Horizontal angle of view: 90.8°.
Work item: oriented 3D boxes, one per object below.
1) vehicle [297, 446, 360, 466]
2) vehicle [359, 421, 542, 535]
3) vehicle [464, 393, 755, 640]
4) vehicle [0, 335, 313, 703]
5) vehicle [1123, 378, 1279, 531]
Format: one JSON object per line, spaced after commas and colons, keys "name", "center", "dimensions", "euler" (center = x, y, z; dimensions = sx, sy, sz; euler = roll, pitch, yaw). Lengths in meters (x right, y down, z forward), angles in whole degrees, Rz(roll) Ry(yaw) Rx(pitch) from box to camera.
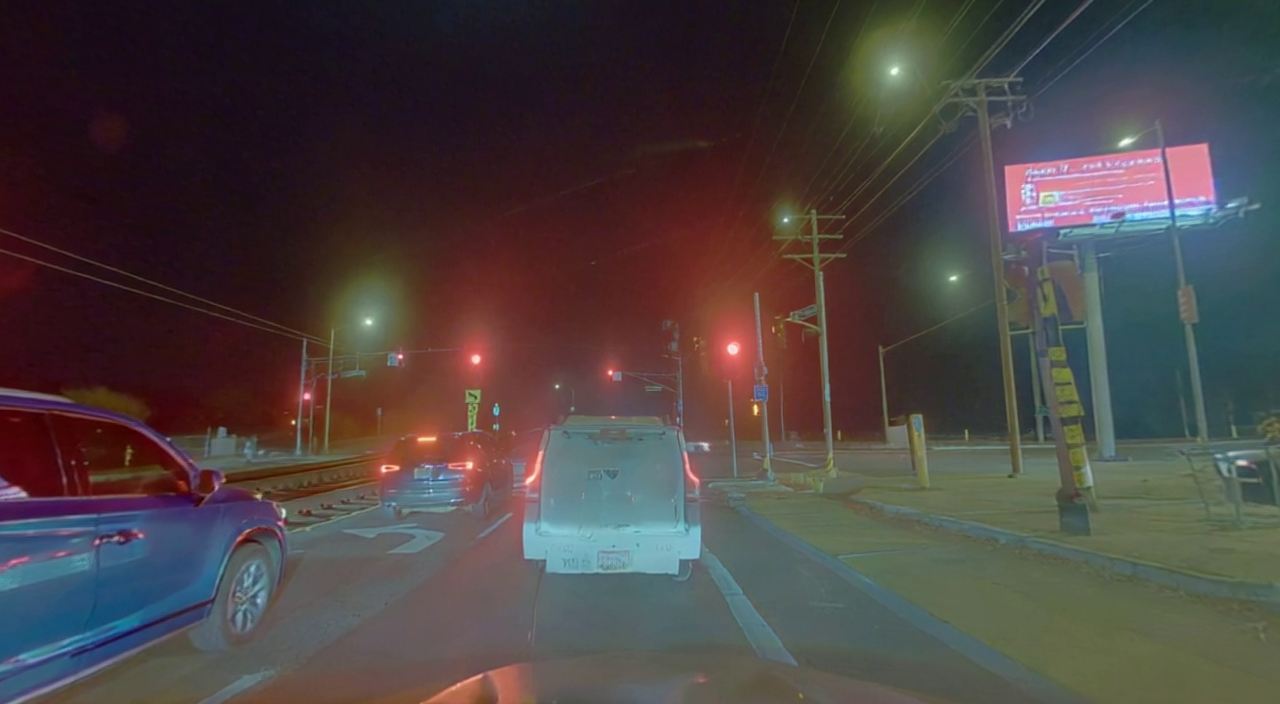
{"name": "vehicle", "center": [-24.198, 8.063, 49.079], "dimensions": [4.357, 1.444, 1.842], "euler": [-3, -9, 19]}
{"name": "vehicle", "center": [-3.144, 2.189, 11.548], "dimensions": [1.988, 1.678, 4.317], "euler": [0, -9, 0]}
{"name": "vehicle", "center": [-0.219, 1.427, 6.333], "dimensions": [2.025, 1.723, 3.644], "euler": [0, -9, 0]}
{"name": "vehicle", "center": [-3.929, 0.859, 2.977], "dimensions": [2.052, 1.814, 5.184], "euler": [0, -9, -1]}
{"name": "vehicle", "center": [9.591, 1.310, 8.190], "dimensions": [5.060, 1.702, 2.033], "euler": [1, -9, -4]}
